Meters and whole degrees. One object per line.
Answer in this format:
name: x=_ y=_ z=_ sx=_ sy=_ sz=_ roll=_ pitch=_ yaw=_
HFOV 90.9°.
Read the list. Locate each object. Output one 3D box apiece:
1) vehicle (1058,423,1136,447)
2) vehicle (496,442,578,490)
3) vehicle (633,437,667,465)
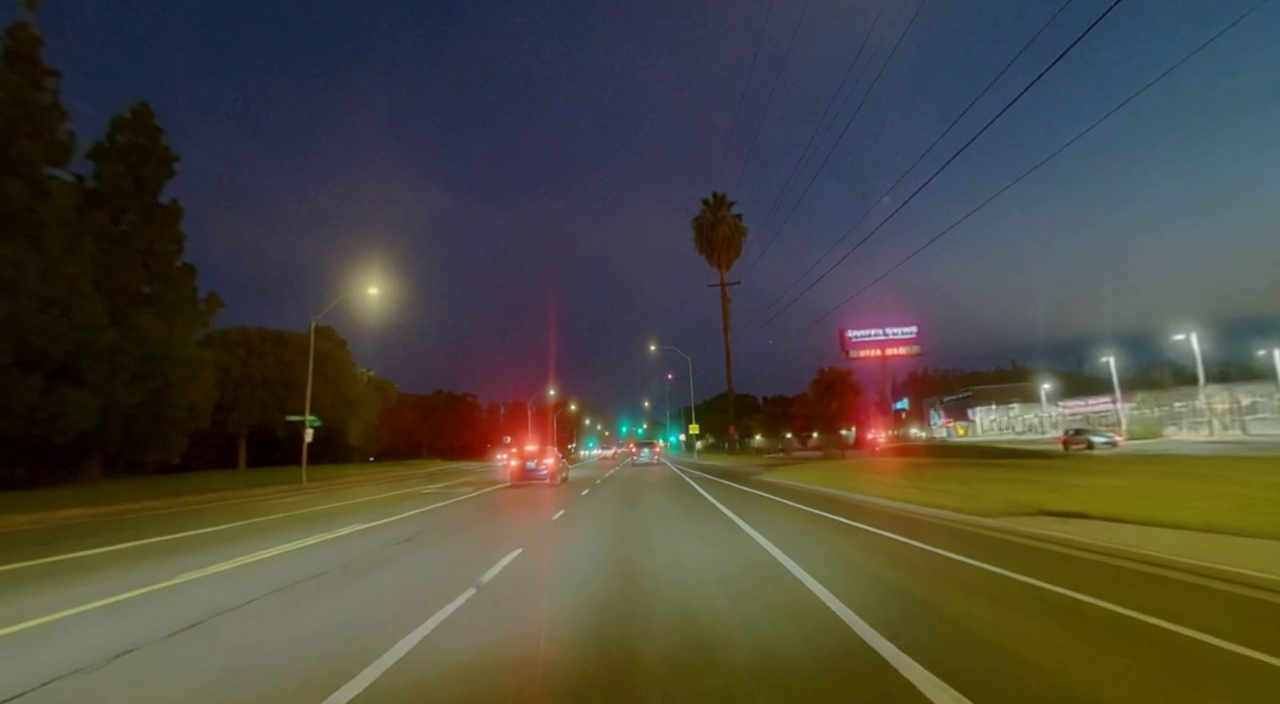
vehicle: x=32.189 y=5.941 z=44.606 sx=1.806 sy=1.552 sz=4.740 roll=0 pitch=-9 yaw=-2
vehicle: x=-3.395 y=3.828 z=21.534 sx=1.982 sy=1.451 sz=4.152 roll=-1 pitch=-9 yaw=2
vehicle: x=0.666 y=6.760 z=42.875 sx=2.155 sy=1.781 sz=3.977 roll=-1 pitch=-9 yaw=0
